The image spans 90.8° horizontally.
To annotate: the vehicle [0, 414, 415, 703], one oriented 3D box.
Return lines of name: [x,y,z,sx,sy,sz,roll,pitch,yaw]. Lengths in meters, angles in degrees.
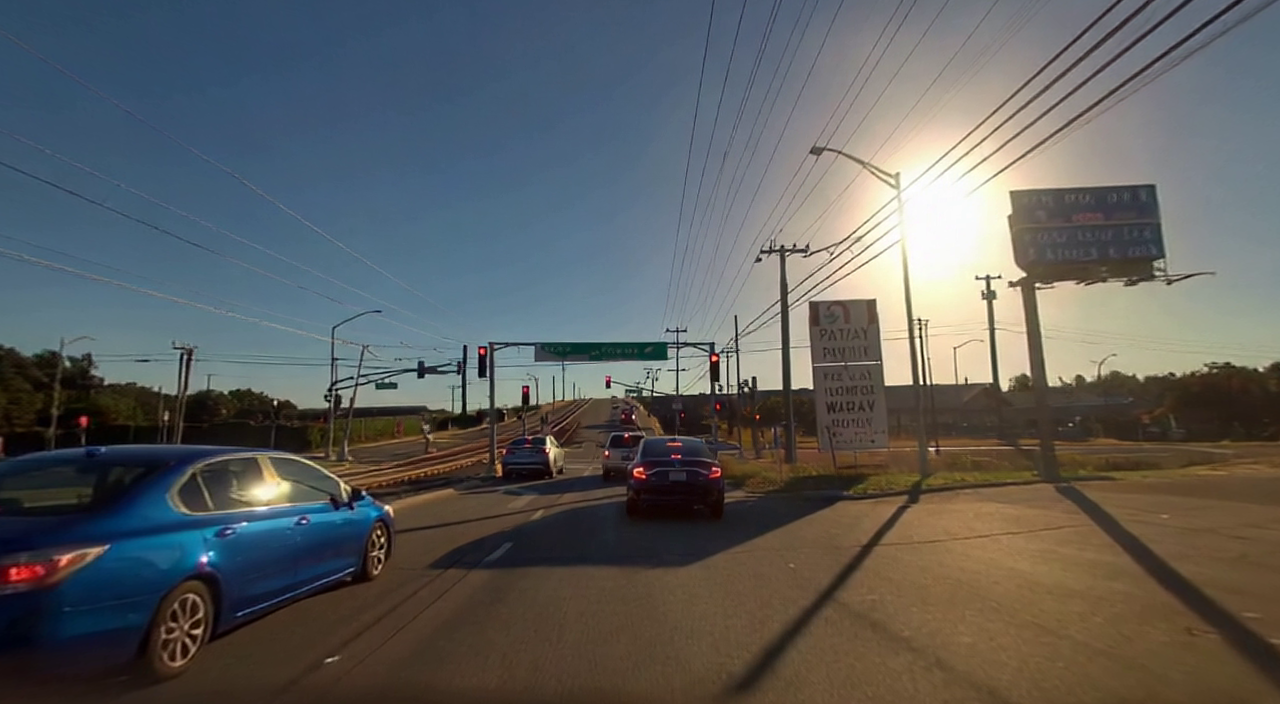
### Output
vehicle: [-3.591,1.359,5.010,1.956,1.468,4.585,0,-9,0]

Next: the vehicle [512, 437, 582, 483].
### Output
vehicle: [-3.261,3.894,22.950,1.984,1.505,4.047,0,-9,-1]

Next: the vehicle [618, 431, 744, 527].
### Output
vehicle: [0.592,2.352,12.195,1.998,1.529,3.960,0,-9,-2]
